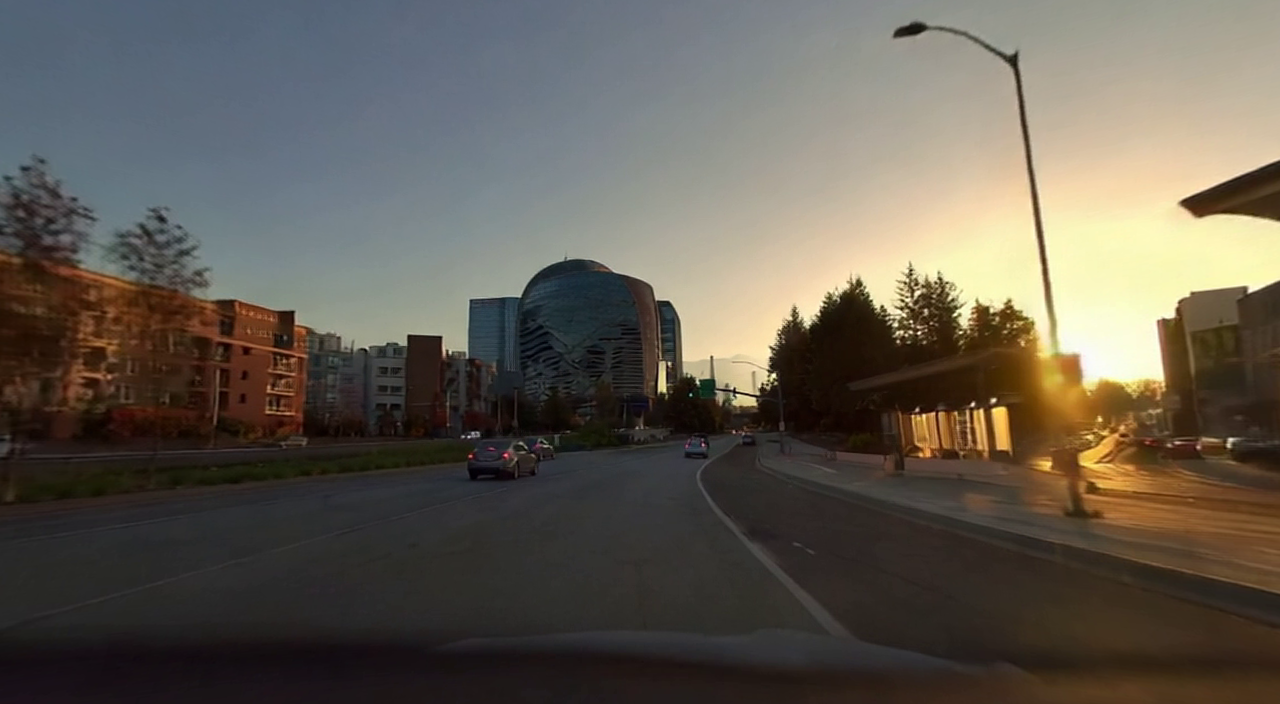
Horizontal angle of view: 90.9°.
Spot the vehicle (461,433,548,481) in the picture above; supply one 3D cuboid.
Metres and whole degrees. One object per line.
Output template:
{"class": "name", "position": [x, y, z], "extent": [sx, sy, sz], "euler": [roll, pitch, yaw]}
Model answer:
{"class": "vehicle", "position": [-5.362, 4.238, 25.668], "extent": [2.181, 1.728, 4.515], "euler": [-1, -9, 5]}
